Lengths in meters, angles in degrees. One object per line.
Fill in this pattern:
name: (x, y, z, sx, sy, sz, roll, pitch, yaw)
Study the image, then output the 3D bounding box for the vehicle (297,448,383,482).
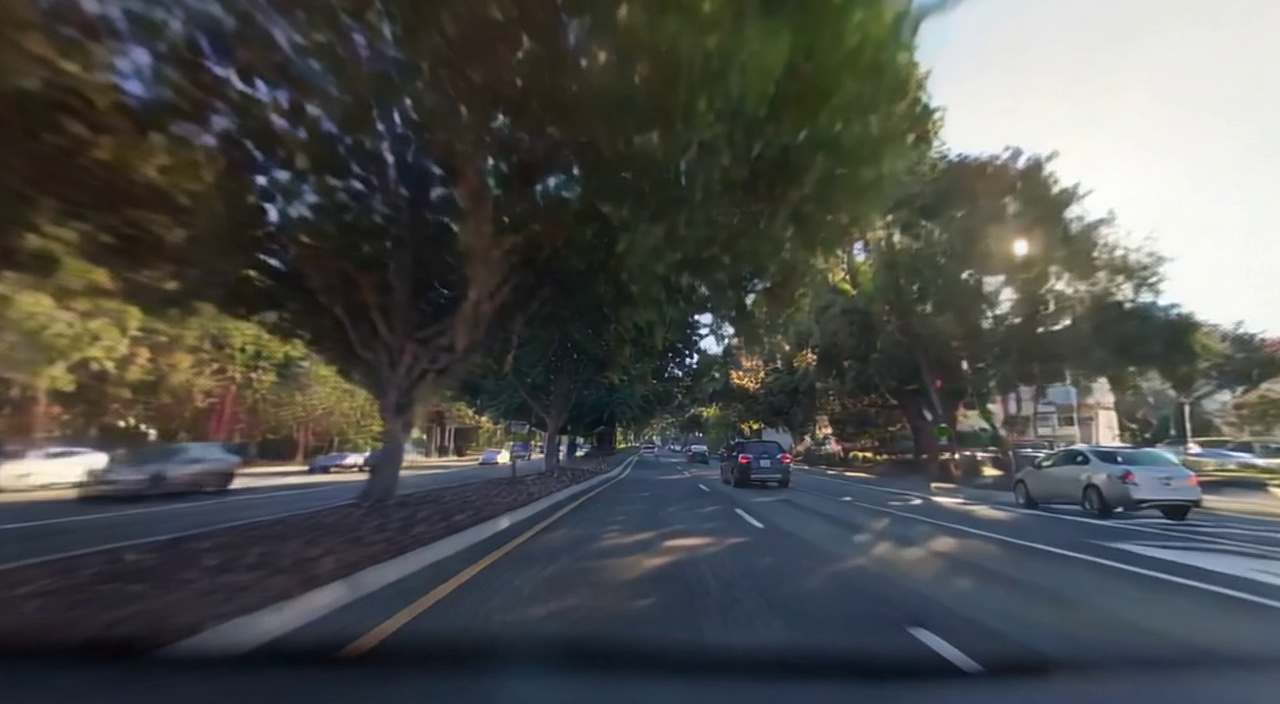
vehicle: (-15.416, 5.801, 32.822, 1.991, 1.513, 5.063, 0, -8, 0)

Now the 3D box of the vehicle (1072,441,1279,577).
vehicle: (8.043, 1.912, 8.146, 1.949, 1.492, 4.103, 0, -9, -2)

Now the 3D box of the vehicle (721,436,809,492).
vehicle: (4.353, 3.989, 22.883, 2.209, 1.813, 4.724, 0, -9, 0)

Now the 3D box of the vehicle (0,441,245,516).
vehicle: (-11.967, 2.900, 15.097, 2.046, 1.485, 4.591, 0, -9, 0)

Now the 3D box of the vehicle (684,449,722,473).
vehicle: (4.073, 7.138, 41.758, 2.064, 1.474, 4.389, 0, -9, 0)
